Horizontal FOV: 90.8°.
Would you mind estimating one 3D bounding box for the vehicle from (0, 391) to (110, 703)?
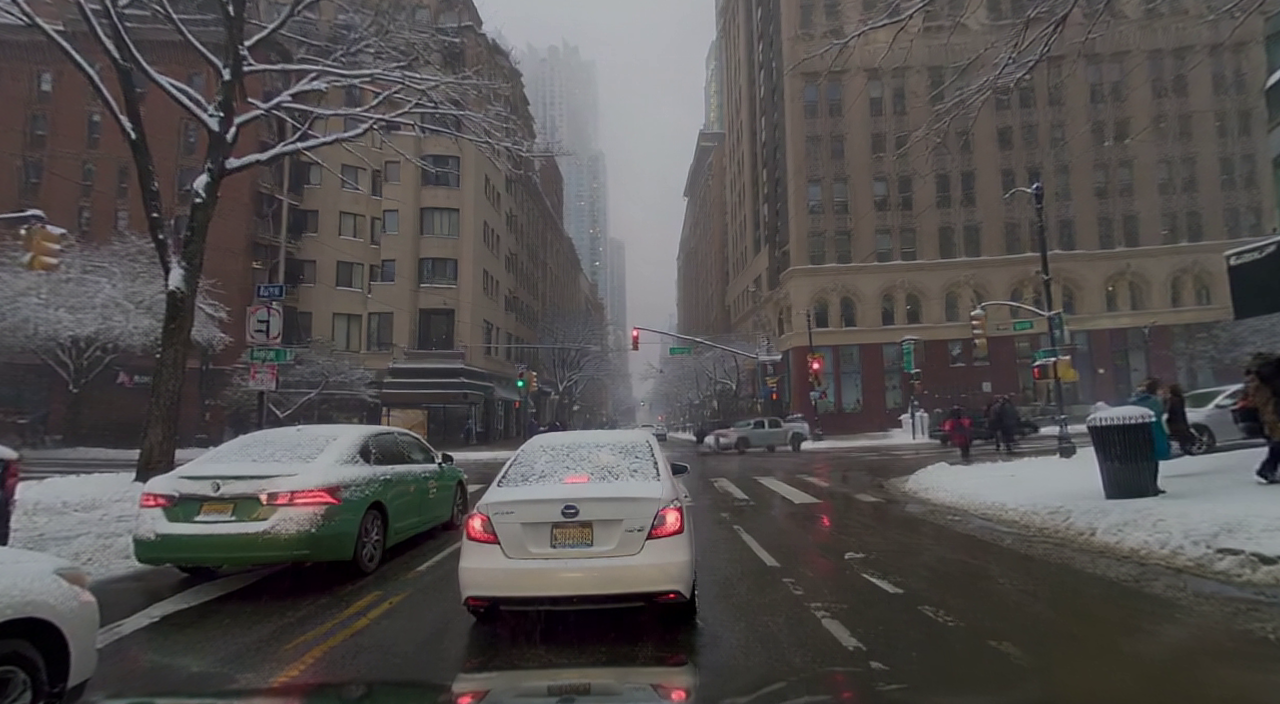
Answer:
[{"bbox_3d":[-3.913,0.697,1.173,1.995,1.524,4.438,0,-8,0],"label":"vehicle"}]

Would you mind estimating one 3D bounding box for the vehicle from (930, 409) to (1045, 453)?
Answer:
[{"bbox_3d":[14.301,3.294,25.960,4.392,1.667,1.958,4,-9,-28],"label":"vehicle"}]

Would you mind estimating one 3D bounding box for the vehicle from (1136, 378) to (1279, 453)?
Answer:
[{"bbox_3d":[21.629,2.354,22.871,5.863,2.493,2.354,2,-9,-12],"label":"vehicle"}]

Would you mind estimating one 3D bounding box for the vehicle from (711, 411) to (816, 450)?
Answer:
[{"bbox_3d":[6.059,3.896,31.004,4.657,1.769,1.979,3,-9,-20],"label":"vehicle"}]

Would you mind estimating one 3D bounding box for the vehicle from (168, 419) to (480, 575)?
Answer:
[{"bbox_3d":[-3.688,1.755,8.462,1.934,1.522,4.287,0,-8,0],"label":"vehicle"}]

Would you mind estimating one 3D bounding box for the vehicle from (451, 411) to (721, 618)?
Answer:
[{"bbox_3d":[-0.415,1.501,6.716,1.999,1.520,3.896,0,-8,-1],"label":"vehicle"}]
